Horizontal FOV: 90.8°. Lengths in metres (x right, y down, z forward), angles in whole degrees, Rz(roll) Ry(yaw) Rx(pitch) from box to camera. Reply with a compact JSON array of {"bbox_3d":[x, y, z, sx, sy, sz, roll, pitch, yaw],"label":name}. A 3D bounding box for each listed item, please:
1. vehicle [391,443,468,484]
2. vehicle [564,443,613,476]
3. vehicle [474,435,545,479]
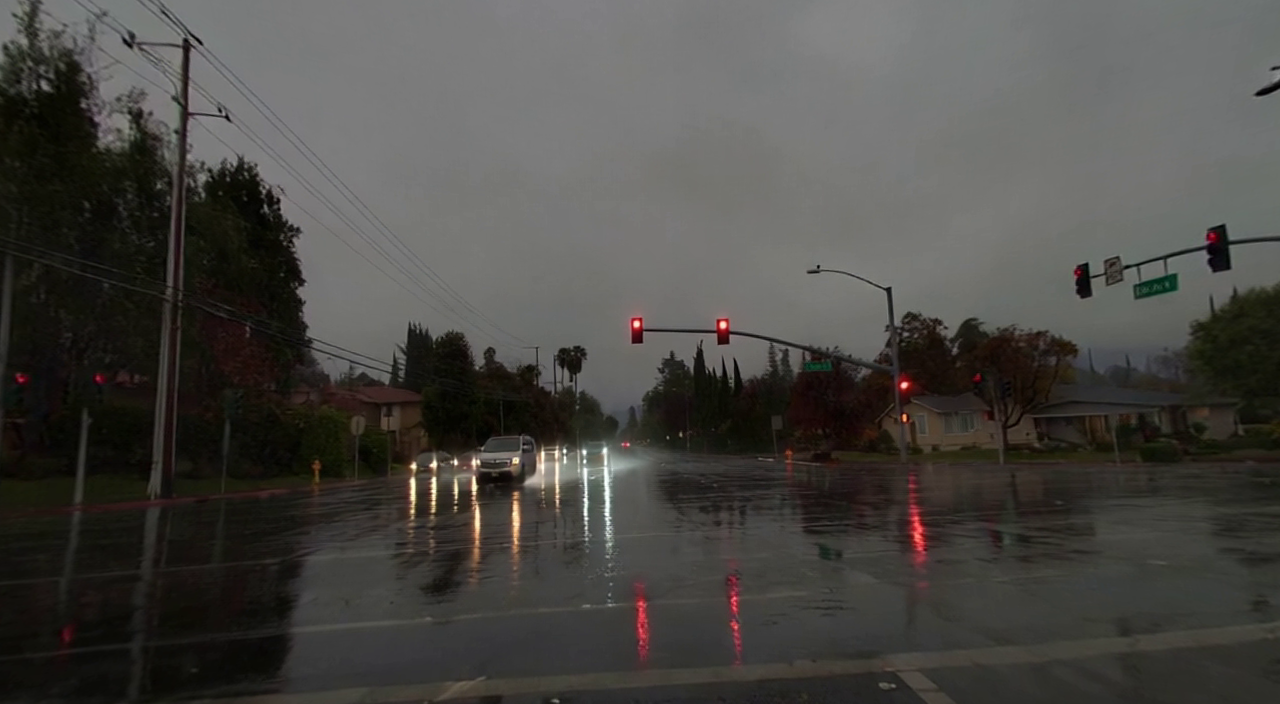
[{"bbox_3d":[-10.176,5.389,30.977,2.241,1.819,4.690,0,-9,-1],"label":"vehicle"},{"bbox_3d":[-2.413,5.218,30.934,2.174,1.477,4.805,0,-9,-2],"label":"vehicle"},{"bbox_3d":[-6.401,5.234,31.773,2.479,1.977,5.254,0,-9,-1],"label":"vehicle"}]
